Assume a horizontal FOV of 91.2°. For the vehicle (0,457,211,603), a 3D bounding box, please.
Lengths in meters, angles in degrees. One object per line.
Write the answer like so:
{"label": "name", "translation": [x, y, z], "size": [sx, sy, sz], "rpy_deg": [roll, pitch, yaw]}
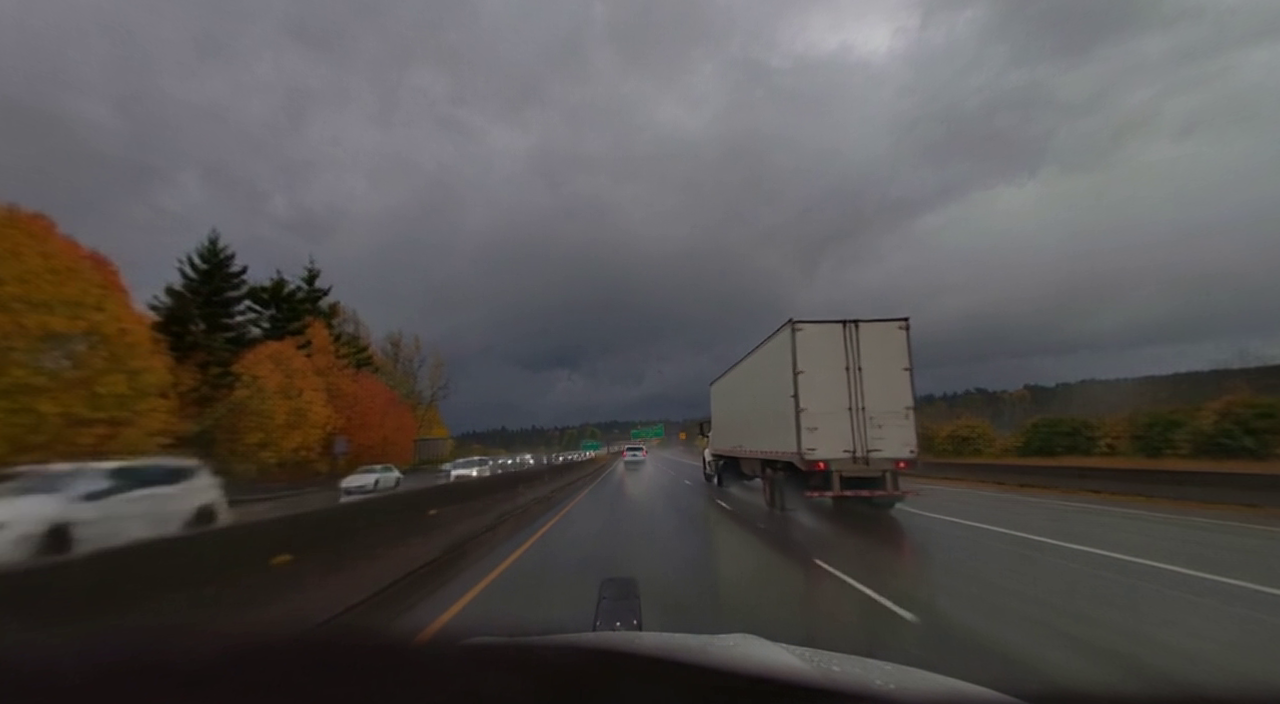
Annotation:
{"label": "vehicle", "translation": [-8.684, 2.416, 9.085], "size": [1.967, 1.682, 4.187], "rpy_deg": [0, -9, -1]}

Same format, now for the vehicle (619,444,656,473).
{"label": "vehicle", "translation": [-0.183, 6.654, 39.351], "size": [2.168, 1.705, 4.272], "rpy_deg": [-1, -9, -1]}

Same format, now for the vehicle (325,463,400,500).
{"label": "vehicle", "translation": [-13.314, 6.224, 30.348], "size": [1.842, 1.527, 3.921], "rpy_deg": [-1, -9, 0]}

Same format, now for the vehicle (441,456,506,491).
{"label": "vehicle", "translation": [-8.489, 6.227, 32.449], "size": [2.068, 1.560, 4.870], "rpy_deg": [-1, -9, 0]}
